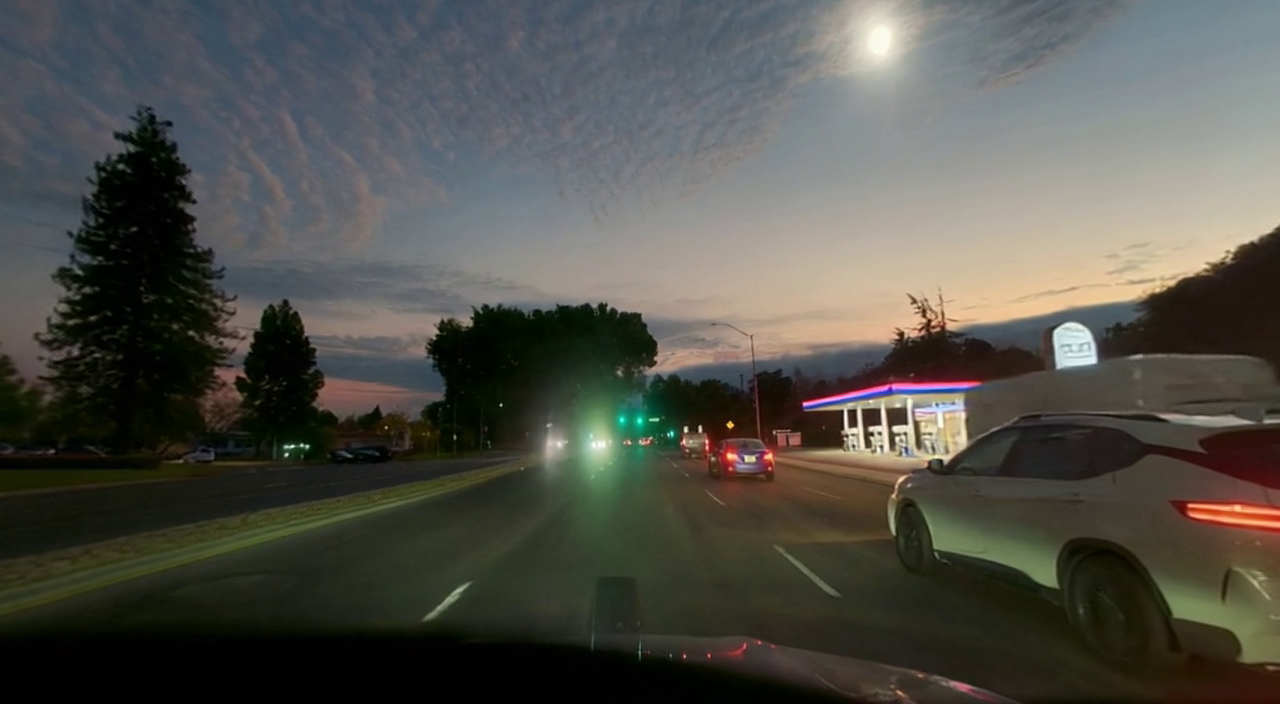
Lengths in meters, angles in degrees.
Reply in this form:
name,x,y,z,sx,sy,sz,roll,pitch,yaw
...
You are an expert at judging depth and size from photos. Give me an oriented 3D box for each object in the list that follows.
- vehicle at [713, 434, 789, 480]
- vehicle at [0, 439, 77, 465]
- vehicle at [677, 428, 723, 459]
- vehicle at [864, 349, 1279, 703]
name,x,y,z,sx,sy,sz,roll,pitch,yaw
vehicle,3.730,3.602,21.895,1.871,1.442,4.122,0,-8,0
vehicle,-37.160,6.140,38.900,2.003,1.531,4.062,3,-9,-19
vehicle,3.952,6.222,42.826,2.611,1.983,5.165,0,-8,0
vehicle,3.614,1.163,4.935,1.875,1.665,4.931,0,-8,0
